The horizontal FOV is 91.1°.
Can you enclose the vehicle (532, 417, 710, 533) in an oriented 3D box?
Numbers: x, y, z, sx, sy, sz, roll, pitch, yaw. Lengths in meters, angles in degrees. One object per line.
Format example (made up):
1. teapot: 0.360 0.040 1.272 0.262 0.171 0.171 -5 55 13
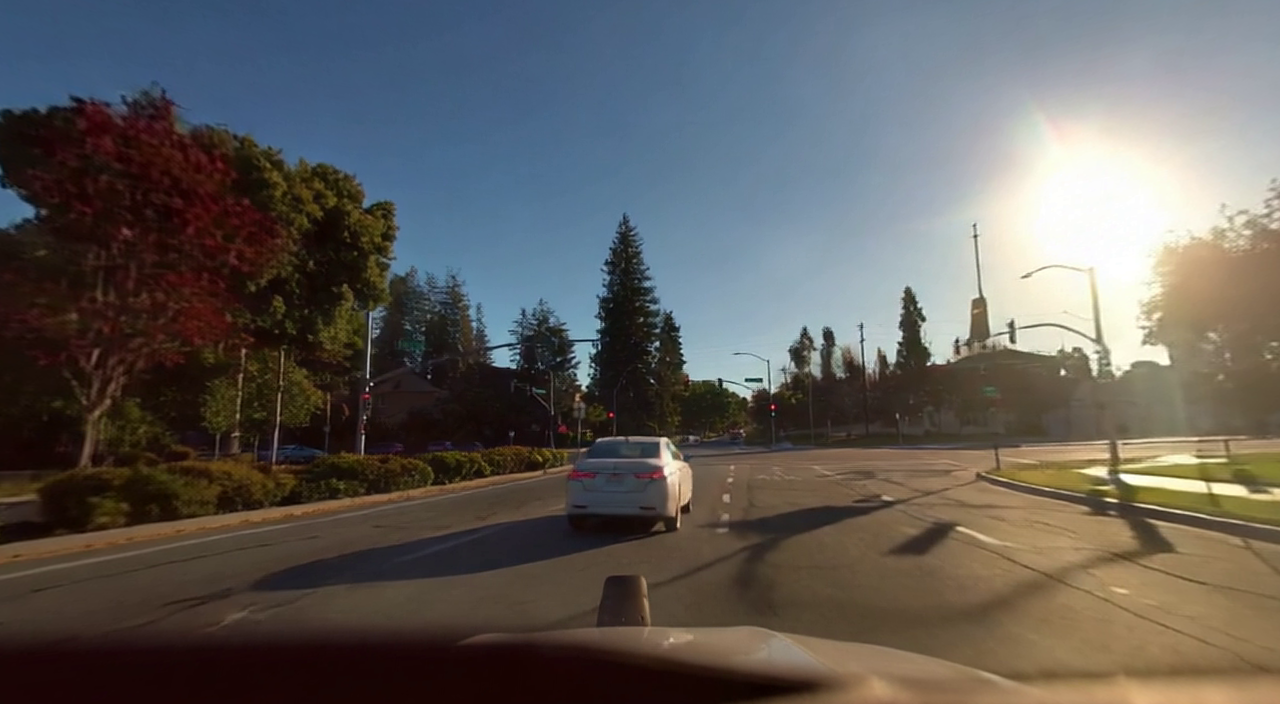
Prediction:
1. vehicle: -0.026 2.066 11.223 2.139 1.564 4.901 -1 -9 10
